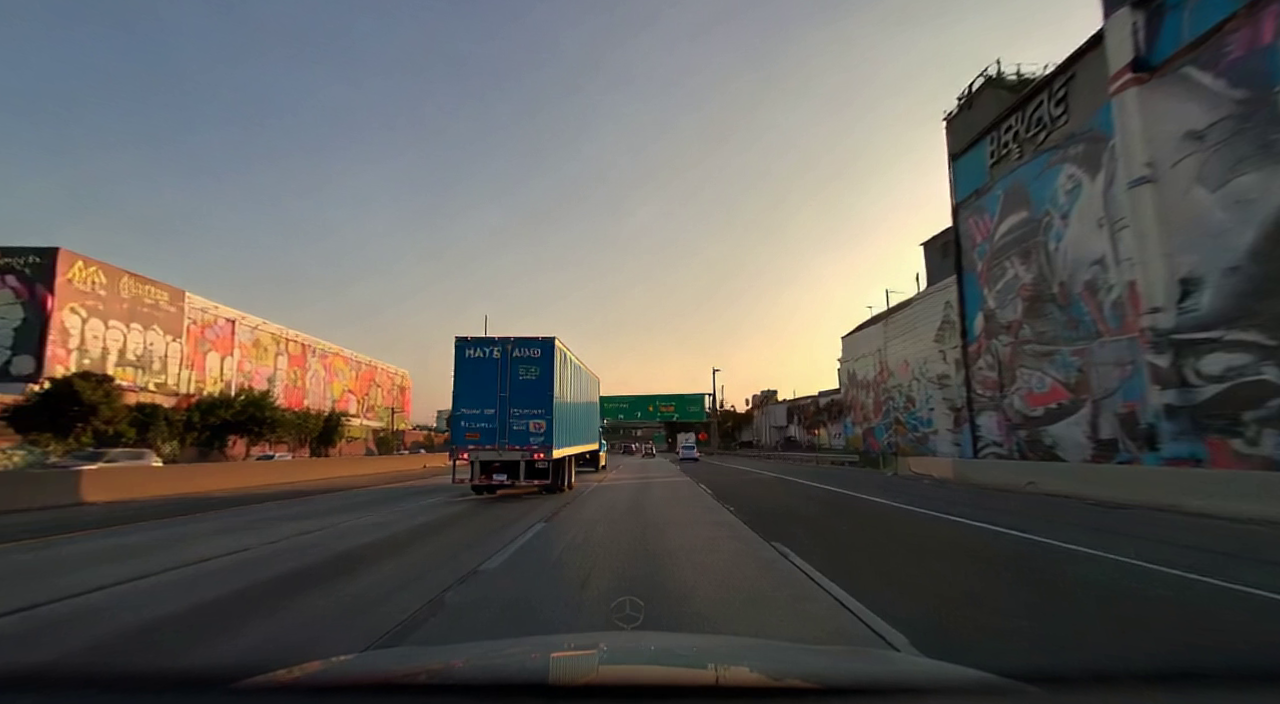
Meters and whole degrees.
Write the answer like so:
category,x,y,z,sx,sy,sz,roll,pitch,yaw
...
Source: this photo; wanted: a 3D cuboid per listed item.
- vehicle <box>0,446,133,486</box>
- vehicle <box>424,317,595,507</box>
category,x,y,z,sx,sy,sz,roll,pitch,yaw
vehicle,-25.948,5.075,28.494,2.009,1.601,4.712,0,-8,1
vehicle,-3.097,1.850,18.011,2.977,4.048,8.890,-1,-8,0
